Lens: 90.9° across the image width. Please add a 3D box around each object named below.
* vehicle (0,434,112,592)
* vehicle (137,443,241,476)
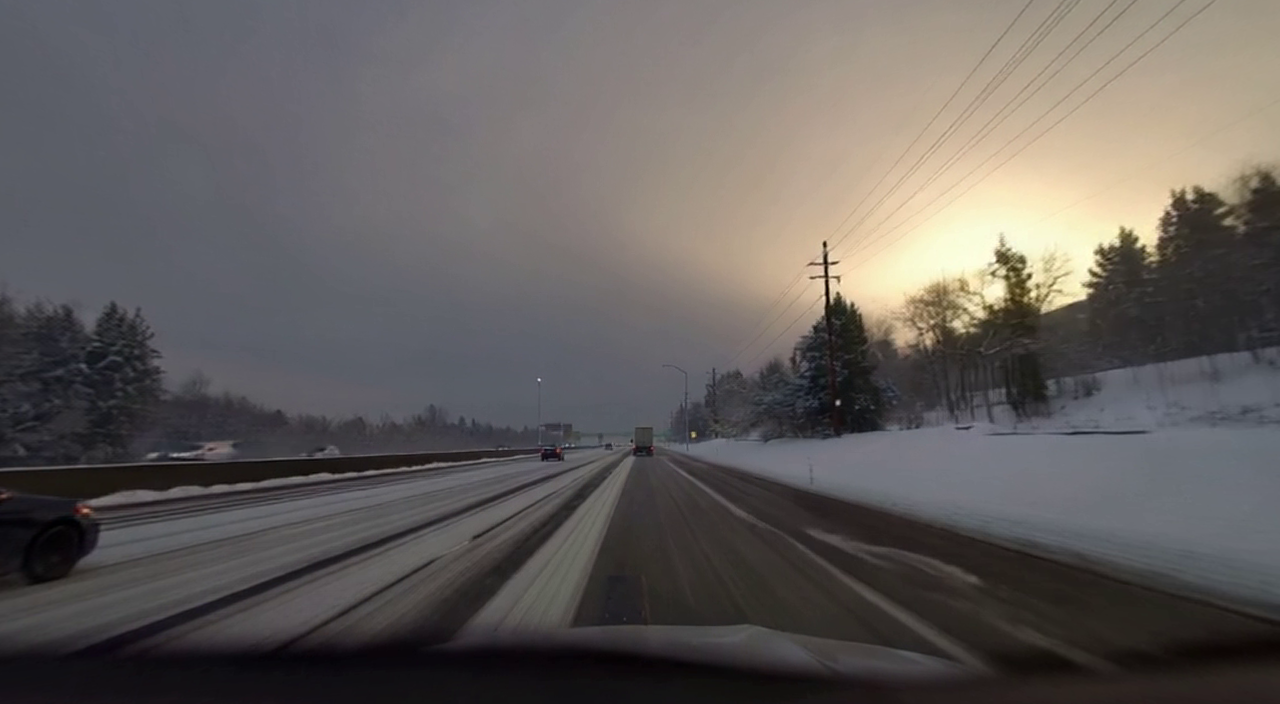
[{"bbox_3d":[-7.076,1.350,4.787,1.971,1.490,4.790,0,-8,0],"label":"vehicle"},{"bbox_3d":[-22.651,5.386,31.929,1.927,1.553,4.552,0,-8,0],"label":"vehicle"}]
